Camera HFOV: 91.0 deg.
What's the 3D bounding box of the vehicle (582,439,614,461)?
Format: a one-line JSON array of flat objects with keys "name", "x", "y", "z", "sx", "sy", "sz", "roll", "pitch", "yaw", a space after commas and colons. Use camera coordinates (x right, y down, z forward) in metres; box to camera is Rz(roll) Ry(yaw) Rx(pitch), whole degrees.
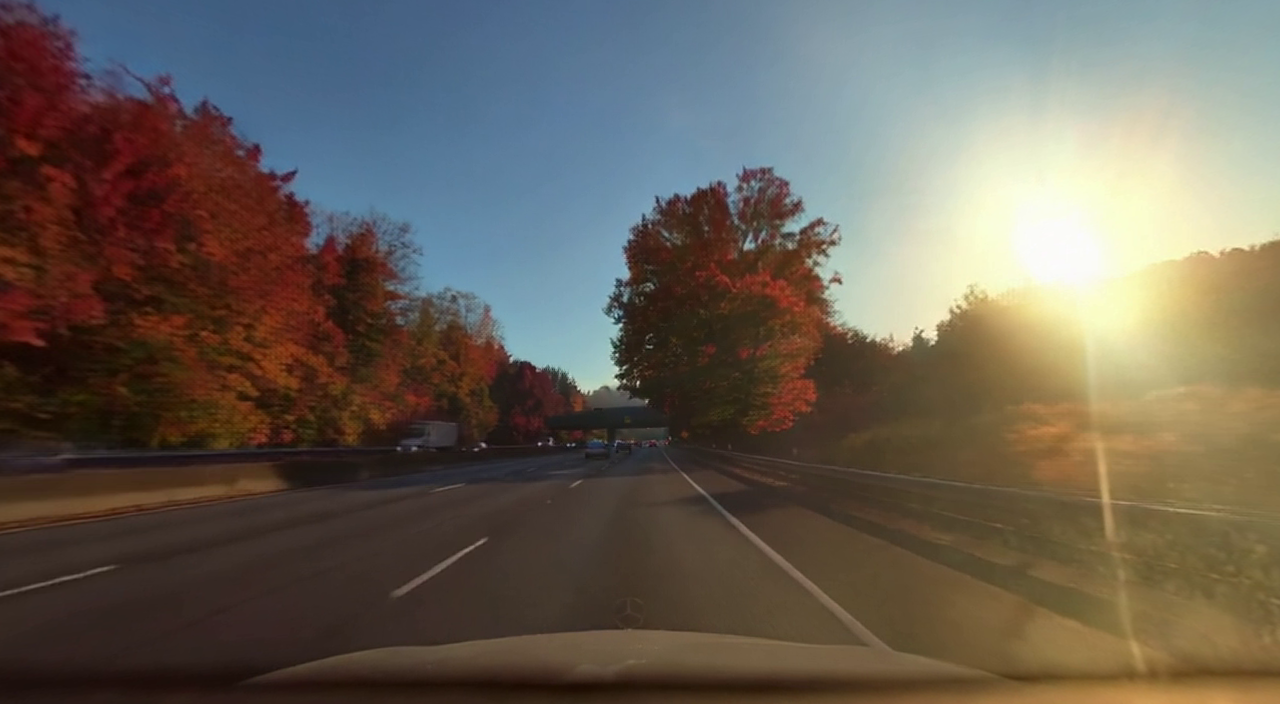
[{"name": "vehicle", "x": -3.275, "y": 7.701, "z": 49.626, "sx": 2.123, "sy": 1.643, "sz": 4.479, "roll": 0, "pitch": -8, "yaw": 1}]
